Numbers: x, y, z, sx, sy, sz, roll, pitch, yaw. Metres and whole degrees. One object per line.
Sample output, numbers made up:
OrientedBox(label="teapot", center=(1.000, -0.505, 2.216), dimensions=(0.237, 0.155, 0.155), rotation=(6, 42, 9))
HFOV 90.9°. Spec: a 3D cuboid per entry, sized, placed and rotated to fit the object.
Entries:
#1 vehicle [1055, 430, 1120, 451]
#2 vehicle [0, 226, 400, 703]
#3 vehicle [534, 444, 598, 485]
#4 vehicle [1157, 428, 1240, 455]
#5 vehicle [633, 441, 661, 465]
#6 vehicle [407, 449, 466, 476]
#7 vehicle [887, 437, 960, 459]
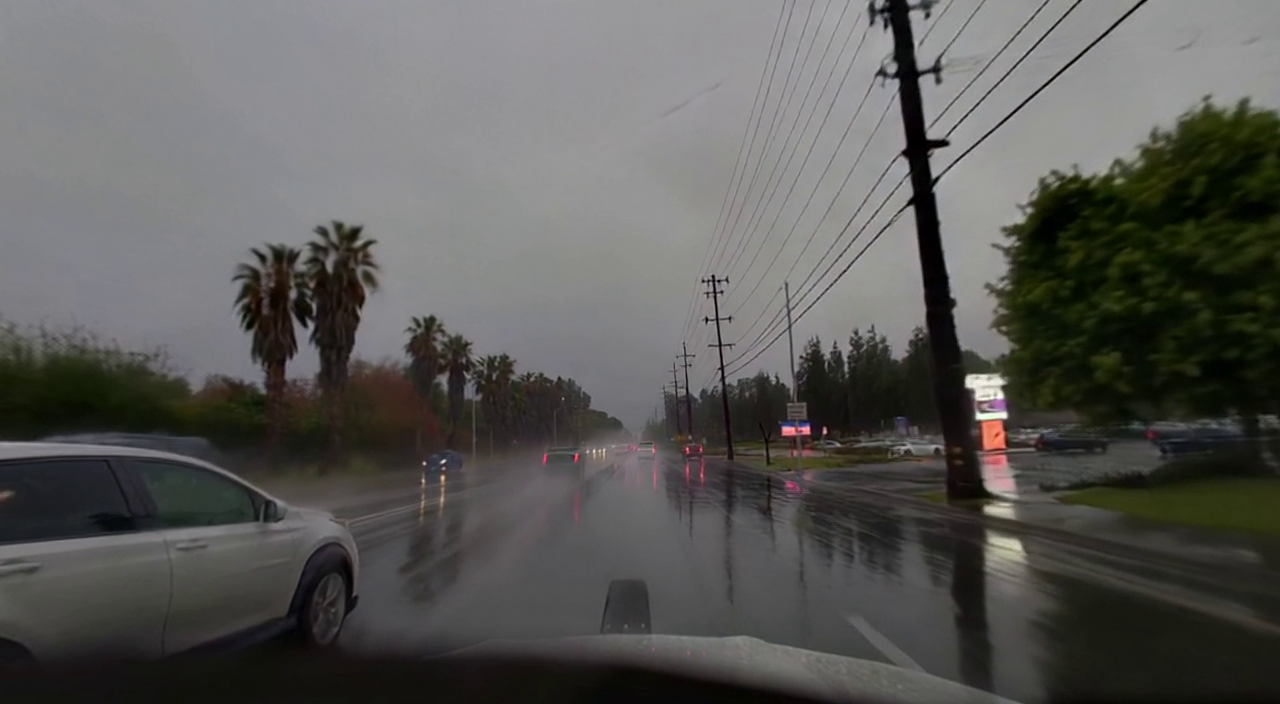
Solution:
OrientedBox(label="vehicle", center=(34.375, 6.829, 48.396), dimensions=(4.632, 1.533, 2.015), rotation=(4, -10, -27))
OrientedBox(label="vehicle", center=(-3.090, 0.642, 2.012), dimensions=(2.381, 1.961, 5.563), rotation=(0, -9, 1))
OrientedBox(label="vehicle", center=(-2.778, 4.346, 24.696), dimensions=(1.982, 1.451, 4.152), rotation=(0, -9, 0))
OrientedBox(label="vehicle", center=(34.082, 5.488, 38.449), dimensions=(4.290, 1.547, 1.899), rotation=(3, -9, -21))
OrientedBox(label="vehicle", center=(0.547, 7.905, 49.339), dimensions=(2.155, 1.781, 3.977), rotation=(0, -9, 0))
OrientedBox(label="vehicle", center=(-12.464, 6.766, 38.868), dimensions=(2.089, 1.489, 4.426), rotation=(0, -9, 1))
OrientedBox(label="vehicle", center=(21.092, 7.168, 47.054), dimensions=(4.392, 1.535, 2.131), rotation=(0, -9, 0))
